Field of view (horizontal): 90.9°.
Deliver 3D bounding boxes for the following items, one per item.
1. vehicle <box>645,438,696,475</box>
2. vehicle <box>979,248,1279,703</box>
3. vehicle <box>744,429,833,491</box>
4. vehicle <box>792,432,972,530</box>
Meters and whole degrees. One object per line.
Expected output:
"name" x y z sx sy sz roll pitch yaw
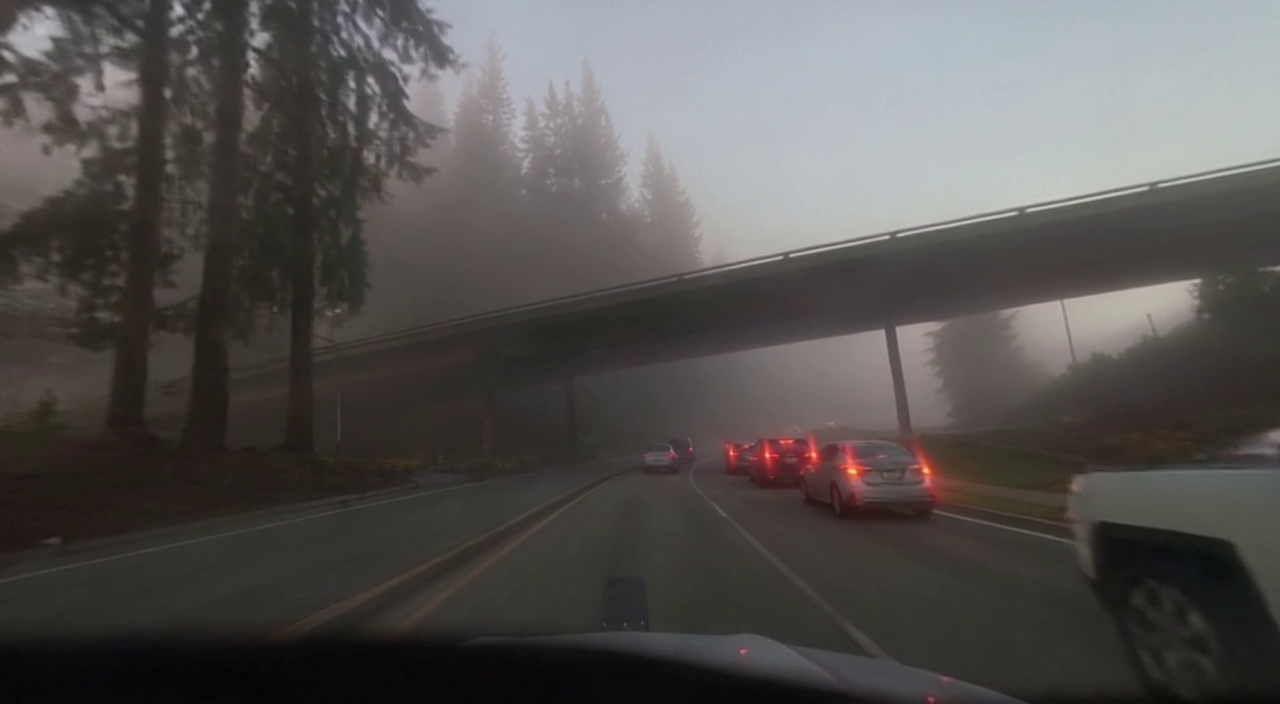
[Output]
"vehicle" 1.413 4.559 27.743 2.078 1.506 4.058 -1 -8 5
"vehicle" 3.316 0.530 1.501 2.273 1.944 4.866 0 -8 0
"vehicle" 4.589 3.407 20.185 1.947 1.745 4.452 0 -8 2
"vehicle" 4.280 2.316 11.879 1.911 1.525 3.755 0 -8 1
